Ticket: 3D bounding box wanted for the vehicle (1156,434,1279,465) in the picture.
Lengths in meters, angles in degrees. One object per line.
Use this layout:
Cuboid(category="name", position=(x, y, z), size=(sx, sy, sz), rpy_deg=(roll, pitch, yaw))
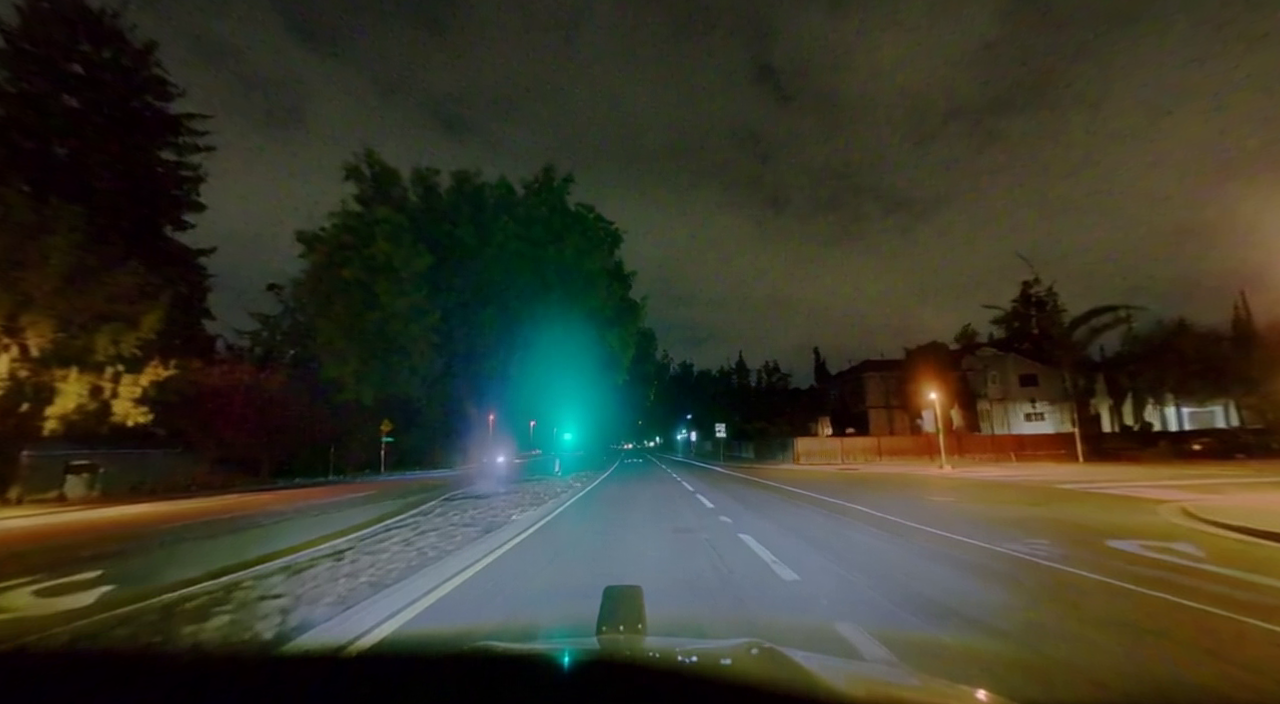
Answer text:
Cuboid(category="vehicle", position=(26.126, 4.417, 28.579), size=(1.624, 1.311, 4.222), rpy_deg=(0, -8, 0))
